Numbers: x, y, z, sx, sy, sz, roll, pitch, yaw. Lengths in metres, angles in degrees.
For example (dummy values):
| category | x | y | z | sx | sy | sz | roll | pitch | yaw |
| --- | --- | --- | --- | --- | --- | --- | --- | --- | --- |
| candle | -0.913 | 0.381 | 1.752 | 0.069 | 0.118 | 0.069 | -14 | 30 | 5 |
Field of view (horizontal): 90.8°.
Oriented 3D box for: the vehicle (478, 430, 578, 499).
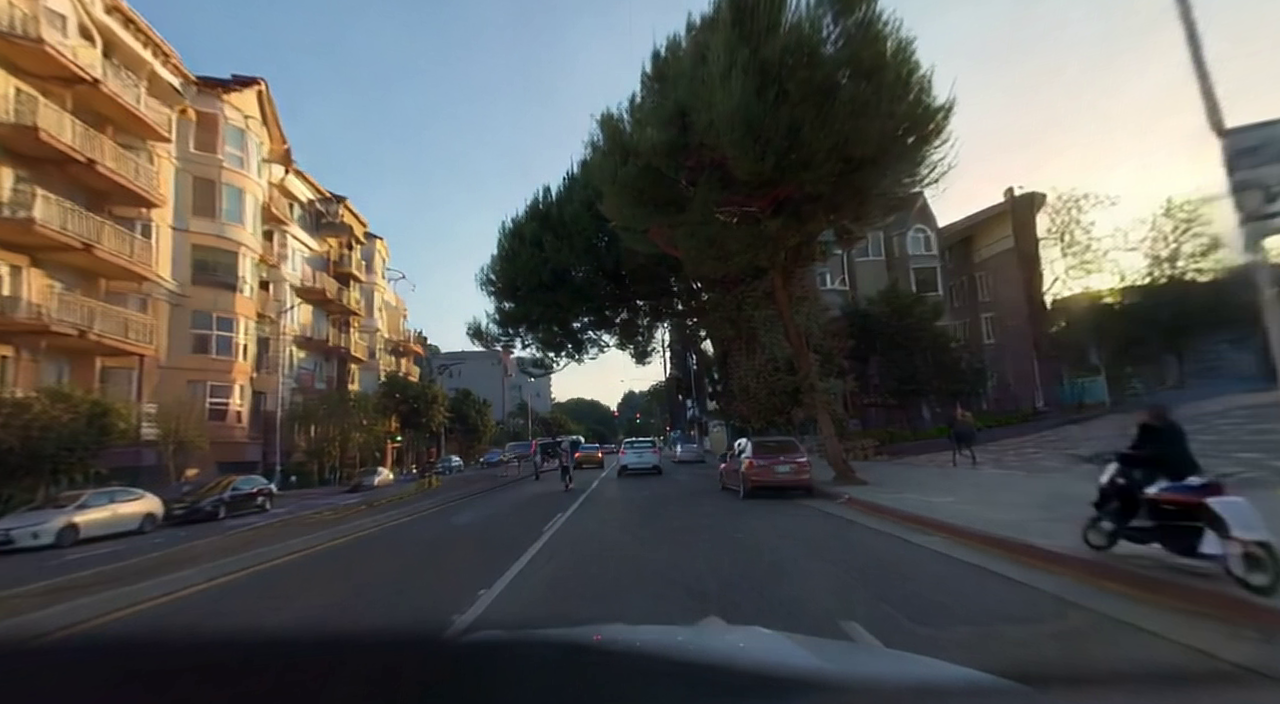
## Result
| category | x | y | z | sx | sy | sz | roll | pitch | yaw |
| --- | --- | --- | --- | --- | --- | --- | --- | --- | --- |
| vehicle | -3.038 | 3.143 | 18.091 | 2.065 | 1.705 | 4.353 | 0 | -8 | 0 |

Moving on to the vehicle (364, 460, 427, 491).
| category | x | y | z | sx | sy | sz | roll | pitch | yaw |
| --- | --- | --- | --- | --- | --- | --- | --- | --- | --- |
| vehicle | -13.792 | 6.981 | 35.922 | 1.752 | 1.479 | 4.575 | 0 | -8 | 0 |

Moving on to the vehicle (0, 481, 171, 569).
| category | x | y | z | sx | sy | sz | roll | pitch | yaw |
| --- | --- | --- | --- | --- | --- | --- | --- | --- | --- |
| vehicle | -13.775 | 3.954 | 15.007 | 1.907 | 1.480 | 4.498 | 0 | -8 | -2 |

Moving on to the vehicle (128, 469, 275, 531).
| category | x | y | z | sx | sy | sz | roll | pitch | yaw |
| --- | --- | --- | --- | --- | --- | --- | --- | --- | --- |
| vehicle | -13.839 | 4.655 | 20.304 | 1.839 | 1.594 | 4.055 | 0 | -8 | -1 |

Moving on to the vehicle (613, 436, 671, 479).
| category | x | y | z | sx | sy | sz | roll | pitch | yaw |
| --- | --- | --- | --- | --- | --- | --- | --- | --- | --- |
| vehicle | 0.075 | 3.949 | 23.868 | 2.026 | 1.496 | 3.701 | 0 | -8 | 0 |

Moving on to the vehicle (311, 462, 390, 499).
| category | x | y | z | sx | sy | sz | roll | pitch | yaw |
| --- | --- | --- | --- | --- | --- | --- | --- | --- | --- |
| vehicle | -13.940 | 6.195 | 30.740 | 1.844 | 1.499 | 4.421 | 0 | -8 | -1 |

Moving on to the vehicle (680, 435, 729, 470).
| category | x | y | z | sx | sy | sz | roll | pitch | yaw |
| --- | --- | --- | --- | --- | --- | --- | --- | --- | --- |
| vehicle | 2.987 | 4.765 | 30.184 | 1.933 | 1.501 | 4.349 | 0 | -8 | 0 |

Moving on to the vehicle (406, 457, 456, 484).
| category | x | y | z | sx | sy | sz | roll | pitch | yaw |
| --- | --- | --- | --- | --- | --- | --- | --- | --- | --- |
| vehicle | -13.863 | 7.922 | 42.154 | 1.835 | 1.476 | 4.532 | -7 | -11 | -1 |

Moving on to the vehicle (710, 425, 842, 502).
| category | x | y | z | sx | sy | sz | roll | pitch | yaw |
| --- | --- | --- | --- | --- | --- | --- | --- | --- | --- |
| vehicle | 3.032 | 2.607 | 15.222 | 2.077 | 1.532 | 4.694 | 0 | -8 | -1 |

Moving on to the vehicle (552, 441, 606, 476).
| category | x | y | z | sx | sy | sz | roll | pitch | yaw |
| --- | --- | --- | --- | --- | --- | --- | --- | --- | --- |
| vehicle | -2.744 | 4.947 | 29.564 | 2.109 | 1.477 | 4.509 | 0 | -8 | 0 |
